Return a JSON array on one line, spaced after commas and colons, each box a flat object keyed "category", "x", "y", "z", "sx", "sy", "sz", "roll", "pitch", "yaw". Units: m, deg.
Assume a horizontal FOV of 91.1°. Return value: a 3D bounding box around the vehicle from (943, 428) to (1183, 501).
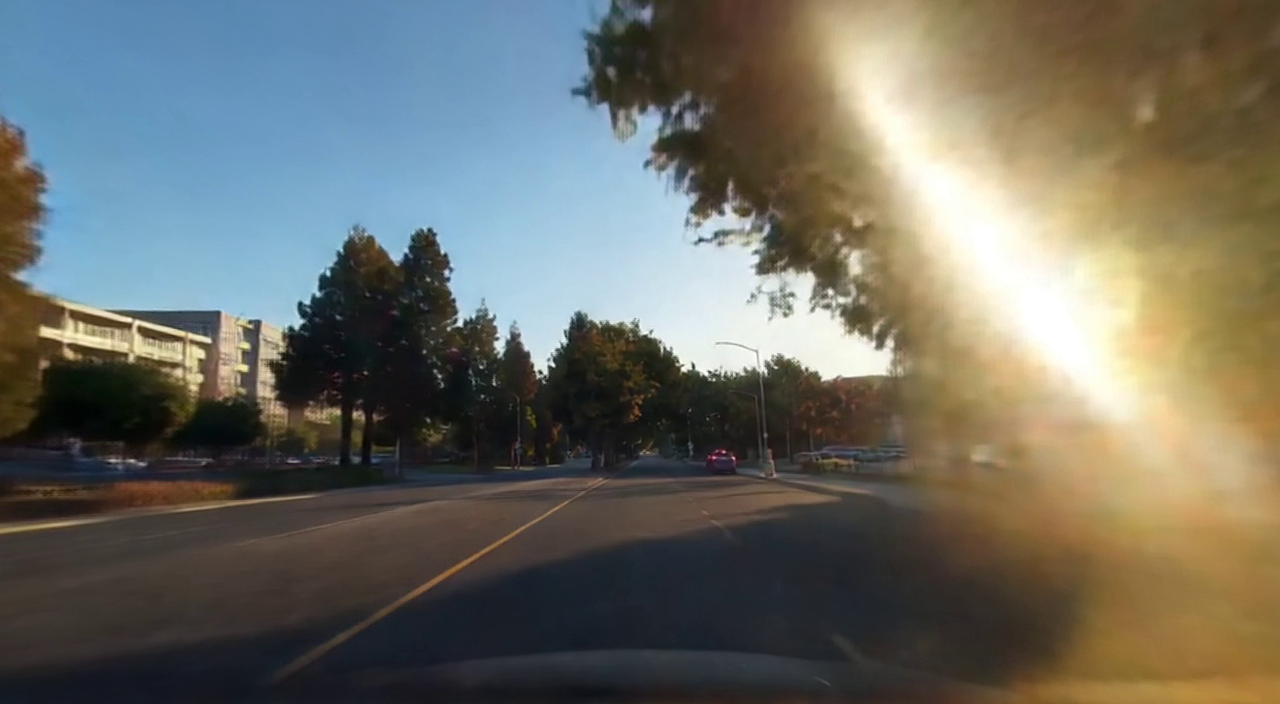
[{"category": "vehicle", "x": 11.269, "y": 3.030, "z": 17.060, "sx": 4.903, "sy": 1.831, "sz": 2.098, "roll": 0, "pitch": -8, "yaw": 2}]
